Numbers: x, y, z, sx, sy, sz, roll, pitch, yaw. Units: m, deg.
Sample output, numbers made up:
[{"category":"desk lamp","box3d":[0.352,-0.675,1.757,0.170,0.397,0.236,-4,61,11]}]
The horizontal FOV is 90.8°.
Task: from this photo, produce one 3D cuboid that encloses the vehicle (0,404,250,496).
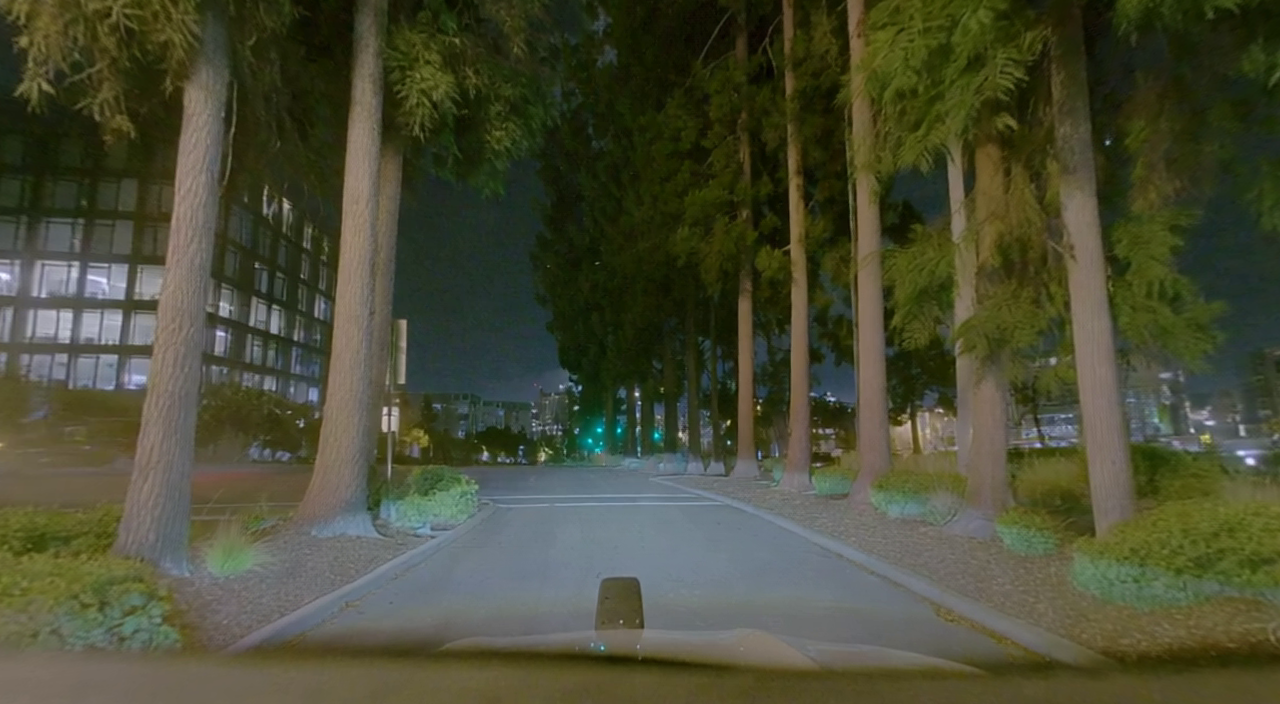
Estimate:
[{"category":"vehicle","box3d":[-10.147,1.783,11.539,4.655,1.505,1.953,2,-9,-11]}]
